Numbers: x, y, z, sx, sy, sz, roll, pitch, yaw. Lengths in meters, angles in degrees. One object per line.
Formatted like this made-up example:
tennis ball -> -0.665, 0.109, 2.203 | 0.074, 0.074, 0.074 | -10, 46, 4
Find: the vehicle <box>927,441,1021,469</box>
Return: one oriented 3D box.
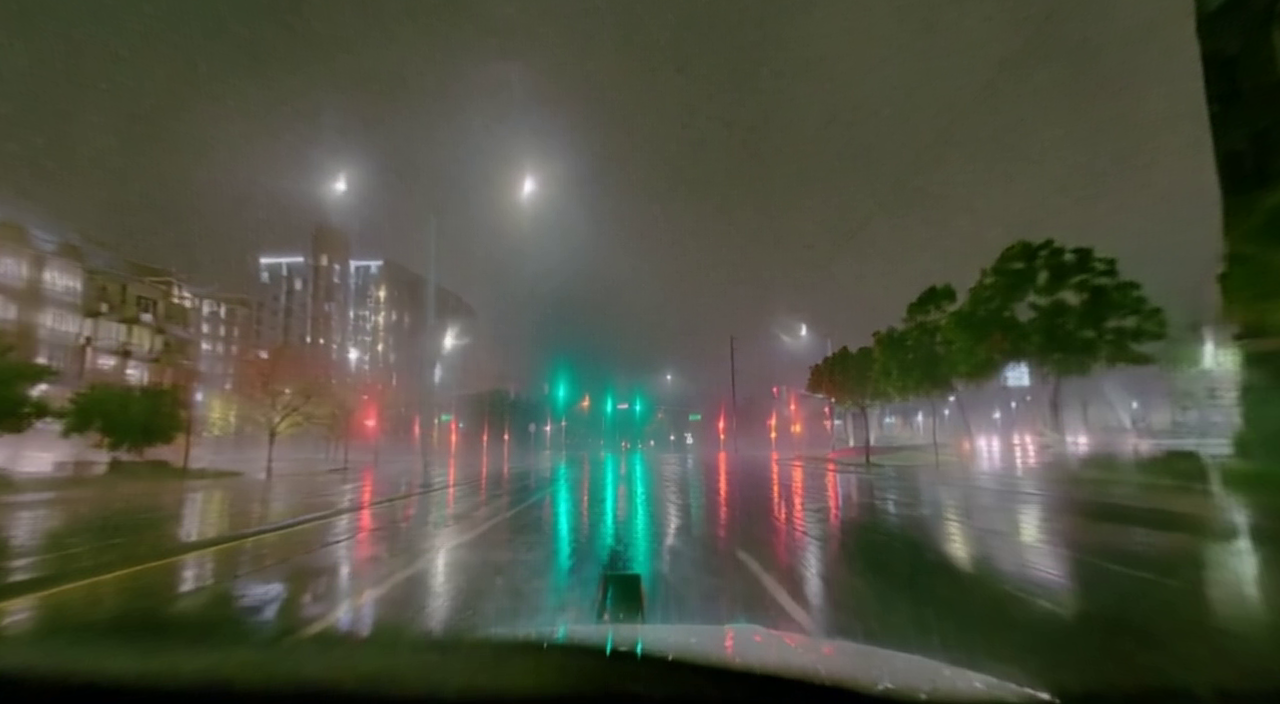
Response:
vehicle -> 19.194, 5.888, 36.398 | 4.376, 1.483, 1.828 | -8, -12, 44
